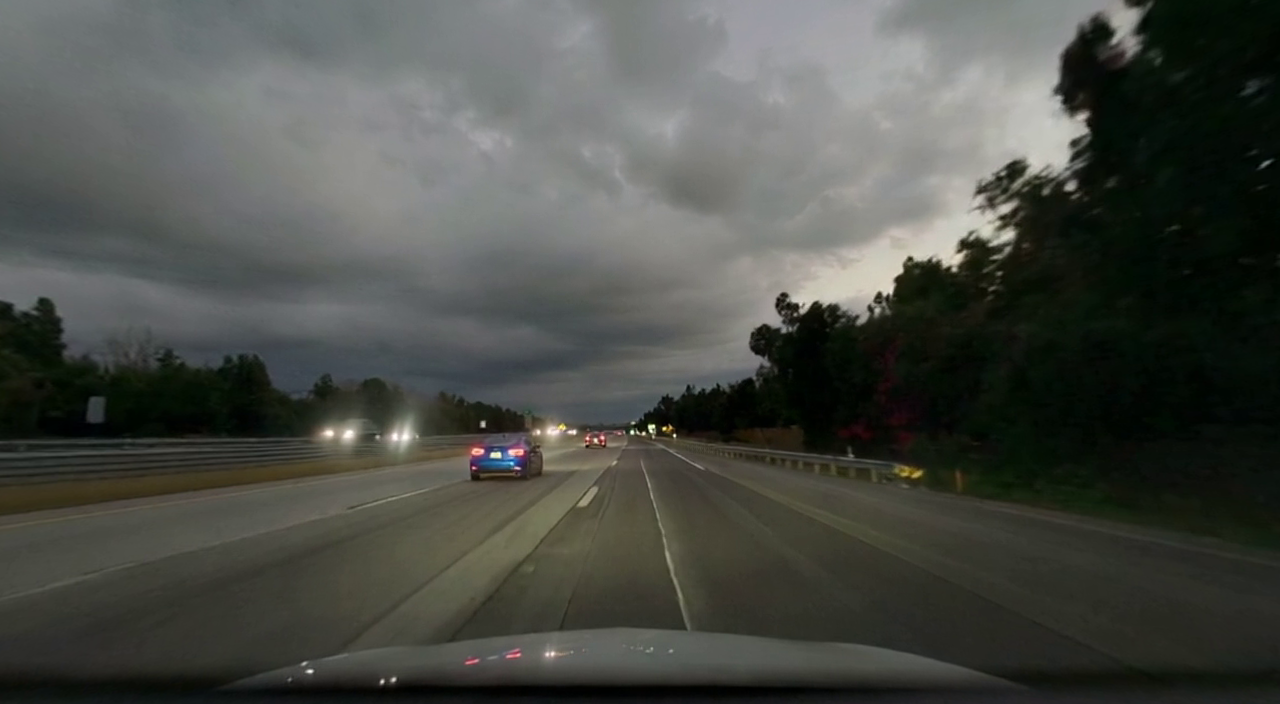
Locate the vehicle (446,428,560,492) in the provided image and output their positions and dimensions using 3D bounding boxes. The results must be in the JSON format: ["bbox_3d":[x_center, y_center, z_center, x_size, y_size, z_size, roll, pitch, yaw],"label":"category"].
[{"bbox_3d":[-3.378,2.737,16.385,1.977,1.443,4.225,0,-8,1],"label":"vehicle"}]

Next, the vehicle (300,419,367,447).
[{"bbox_3d":[-20.819,5.562,43.074,2.054,1.845,5.089,0,-8,0],"label":"vehicle"}]
